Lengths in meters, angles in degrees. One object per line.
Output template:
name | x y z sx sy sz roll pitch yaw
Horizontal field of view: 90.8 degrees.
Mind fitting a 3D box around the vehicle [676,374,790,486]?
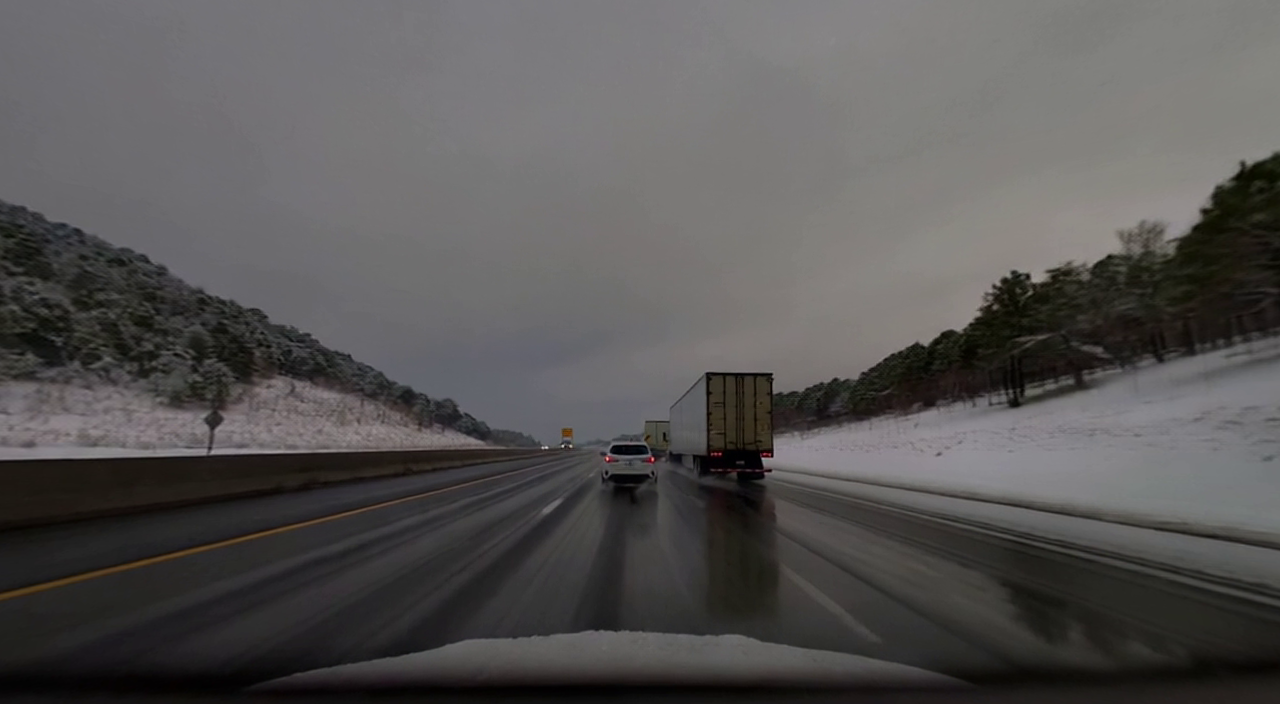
vehicle | 3.761 3.865 29.884 2.812 4.024 14.098 0 -9 -2

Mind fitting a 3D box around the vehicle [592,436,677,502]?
vehicle | -0.165 3.214 17.702 2.109 1.639 3.768 0 -9 -1
